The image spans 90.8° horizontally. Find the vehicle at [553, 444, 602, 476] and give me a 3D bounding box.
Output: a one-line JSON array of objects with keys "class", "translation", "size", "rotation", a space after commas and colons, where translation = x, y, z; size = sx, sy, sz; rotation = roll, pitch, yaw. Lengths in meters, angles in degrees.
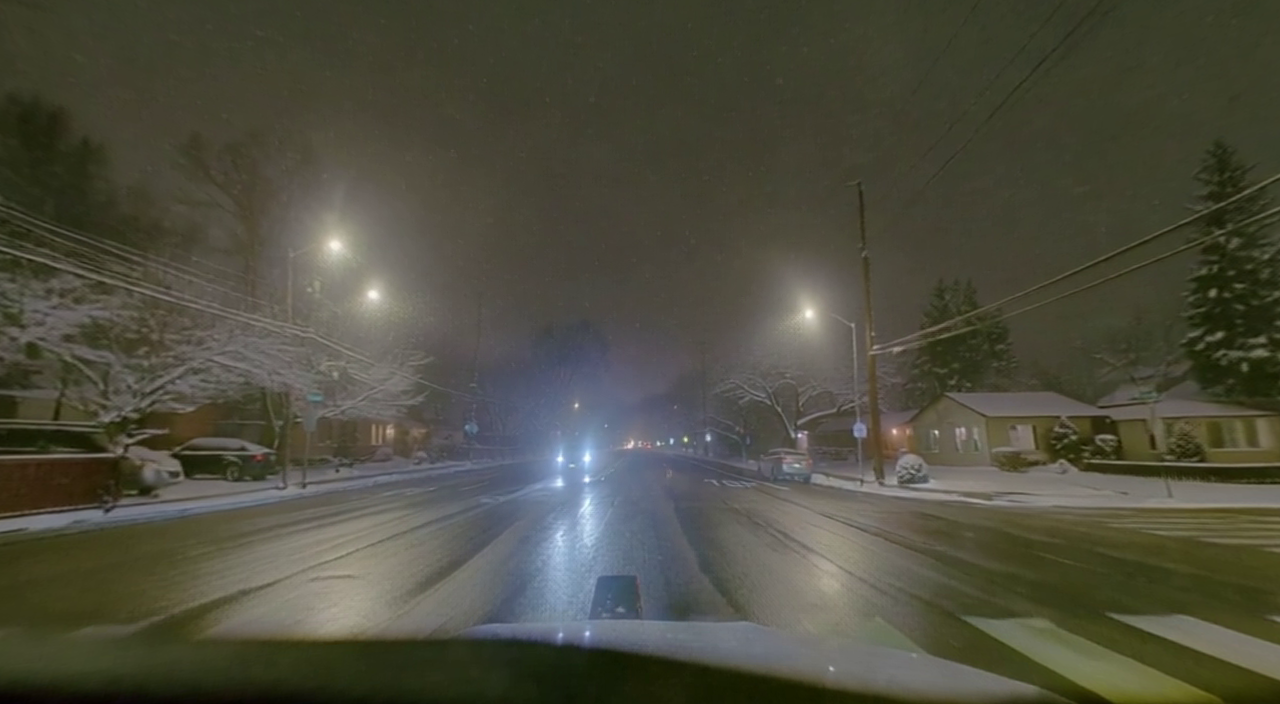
[{"class": "vehicle", "translation": [-3.028, 5.338, 31.432], "size": [2.014, 1.499, 3.999], "rotation": [0, -9, 0]}]

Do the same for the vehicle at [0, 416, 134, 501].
[{"class": "vehicle", "translation": [-17.917, 3.017, 18.070], "size": [4.800, 2.259, 2.303], "rotation": [0, -9, 0]}]

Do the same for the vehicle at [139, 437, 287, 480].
[{"class": "vehicle", "translation": [-17.919, 4.492, 26.715], "size": [4.743, 1.734, 1.994], "rotation": [0, -9, -1]}]

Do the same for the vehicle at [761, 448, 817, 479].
[{"class": "vehicle", "translation": [8.020, 6.001, 34.432], "size": [2.029, 1.554, 4.705], "rotation": [0, -9, 1]}]
